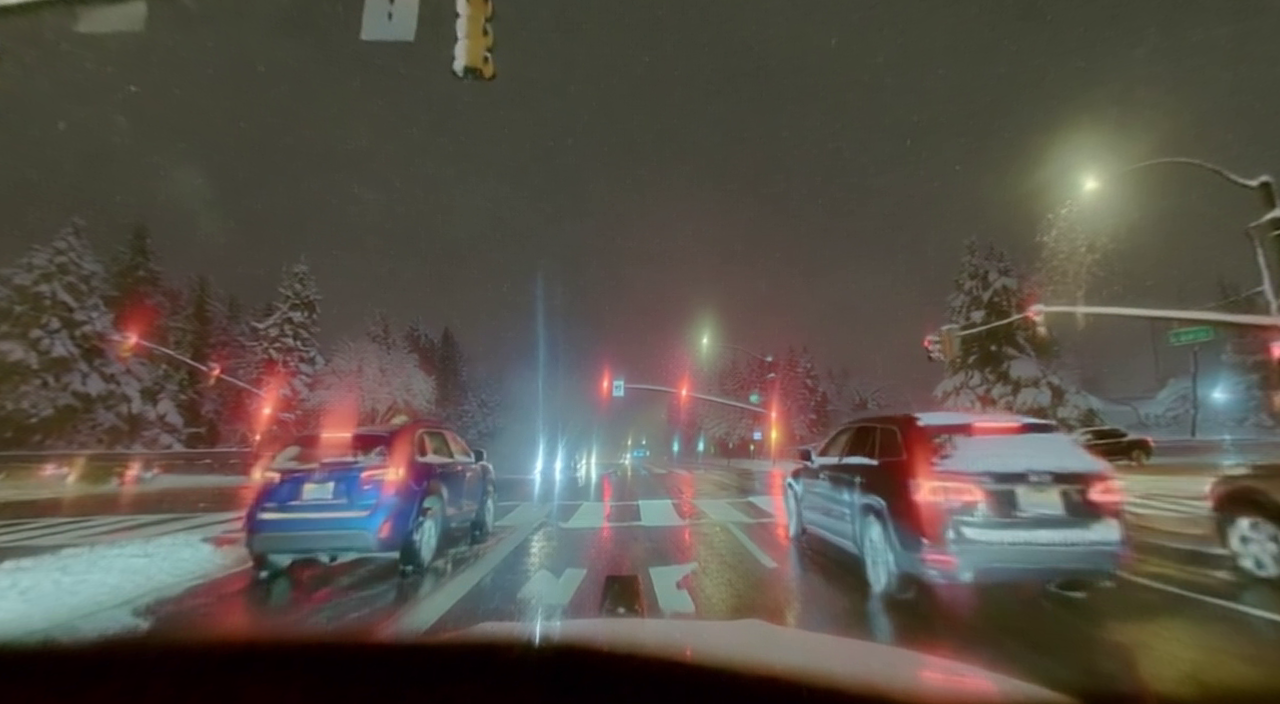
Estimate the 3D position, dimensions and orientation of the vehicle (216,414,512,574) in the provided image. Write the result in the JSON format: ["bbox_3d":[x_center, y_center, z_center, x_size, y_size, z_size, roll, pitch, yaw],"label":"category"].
[{"bbox_3d":[-3.043,1.630,8.010,1.969,1.513,3.773,0,-8,1],"label":"vehicle"}]

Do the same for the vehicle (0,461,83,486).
[{"bbox_3d":[-38.733,7.774,40.373,4.461,1.469,1.788,0,-8,-1],"label":"vehicle"}]

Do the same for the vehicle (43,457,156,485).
[{"bbox_3d":[-31.825,7.002,37.270,4.825,1.483,1.817,1,-8,-3],"label":"vehicle"}]

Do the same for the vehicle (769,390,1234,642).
[{"bbox_3d":[2.876,1.405,6.526,2.099,1.671,4.491,0,-8,-1],"label":"vehicle"}]
